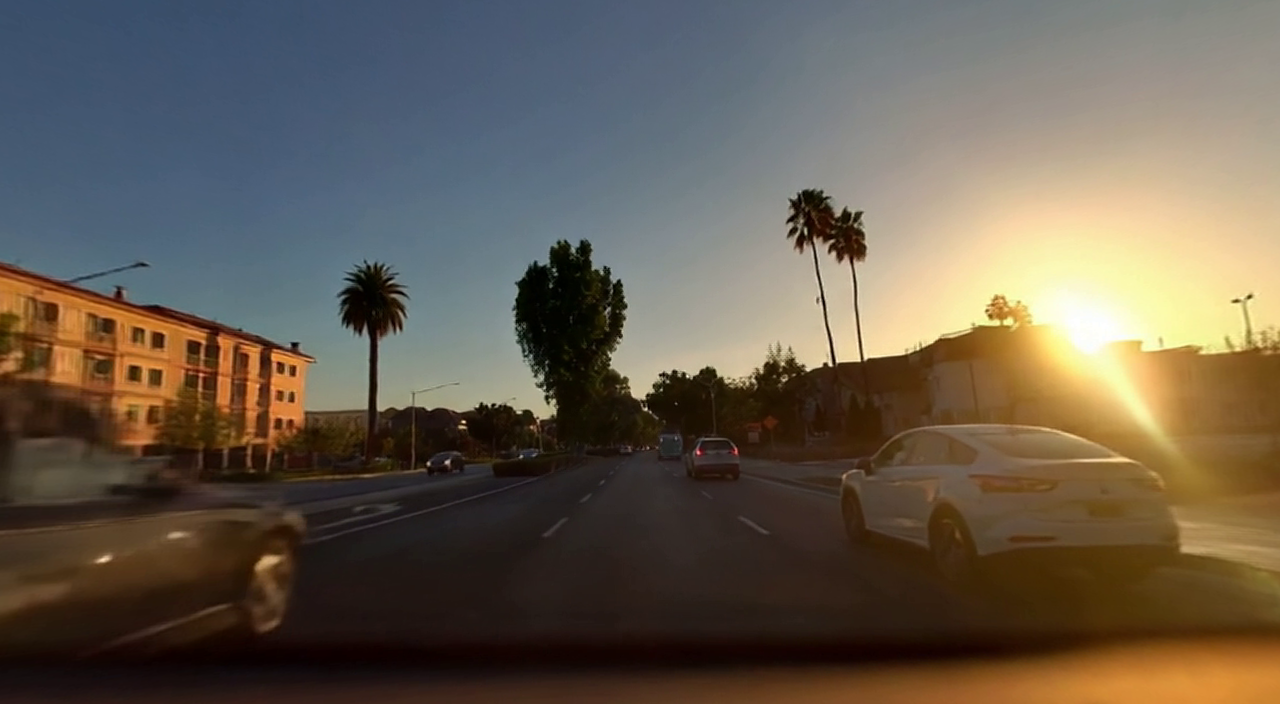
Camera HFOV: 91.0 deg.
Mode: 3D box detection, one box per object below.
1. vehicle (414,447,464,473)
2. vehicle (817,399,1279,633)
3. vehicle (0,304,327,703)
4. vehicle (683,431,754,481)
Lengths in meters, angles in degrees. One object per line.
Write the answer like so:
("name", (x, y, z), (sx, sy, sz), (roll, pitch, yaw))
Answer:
("vehicle", (-14.934, 8.034, 47.092), (2.101, 1.832, 4.893), (0, -9, 0))
("vehicle", (3.594, 1.509, 6.725), (2.084, 1.682, 4.148), (0, -9, -2))
("vehicle", (-3.178, 0.691, 1.924), (2.084, 1.735, 4.528), (0, -9, 0))
("vehicle", (3.234, 4.421, 26.929), (2.244, 1.901, 4.561), (0, -9, -2))
